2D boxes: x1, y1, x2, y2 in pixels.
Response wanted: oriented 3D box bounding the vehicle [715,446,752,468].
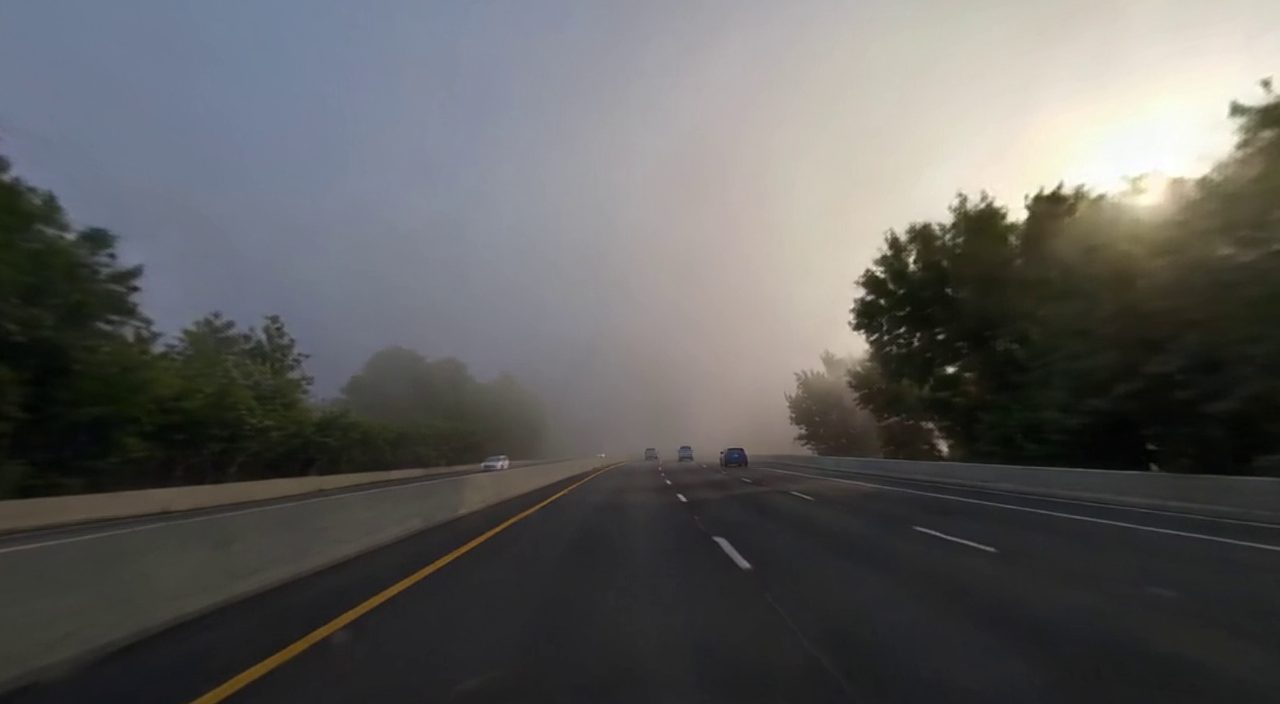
[{"bbox_3d":[7.145,8.049,48.522,2.175,1.574,3.943,0,-9,0],"label":"vehicle"}]
